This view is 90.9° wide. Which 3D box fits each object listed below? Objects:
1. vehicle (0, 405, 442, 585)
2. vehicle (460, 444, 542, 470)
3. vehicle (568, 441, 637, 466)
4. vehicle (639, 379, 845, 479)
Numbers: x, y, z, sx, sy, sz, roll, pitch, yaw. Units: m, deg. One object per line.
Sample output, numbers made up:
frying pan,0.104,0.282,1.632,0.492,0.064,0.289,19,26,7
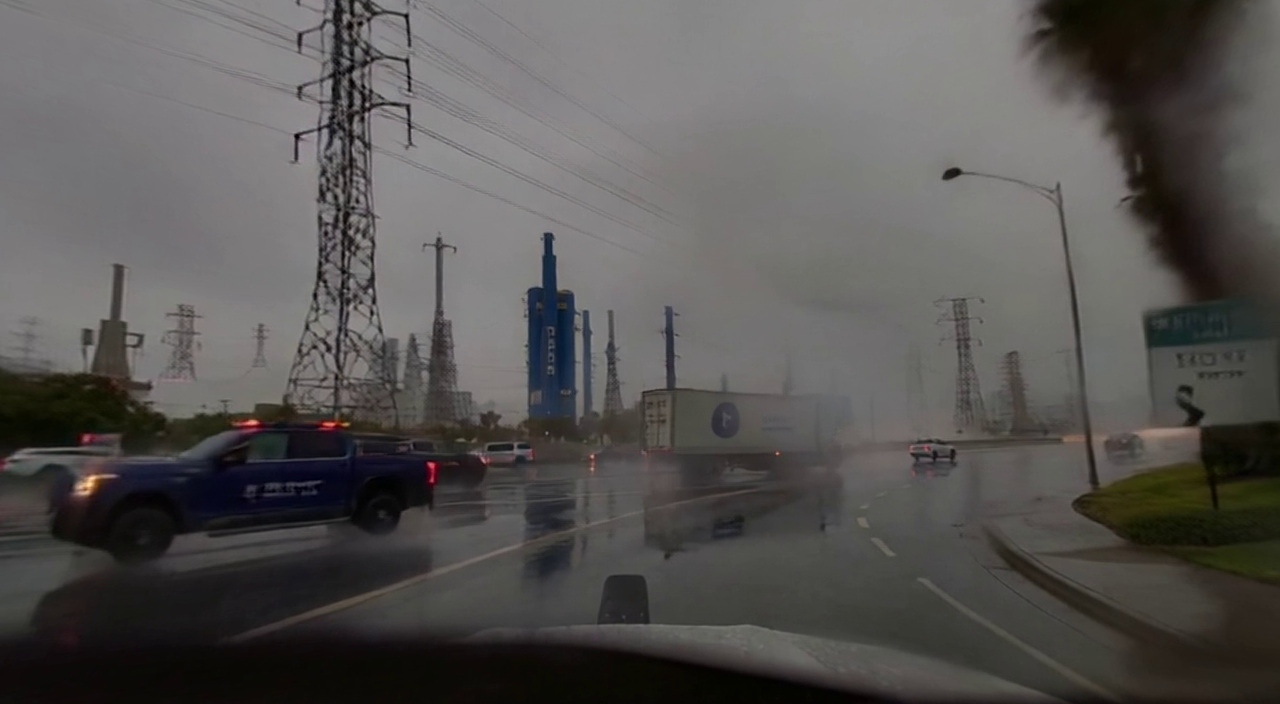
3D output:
vehicle,-5.785,1.860,9.174,2.101,1.848,5.132,-7,-11,40
vehicle,-8.139,6.148,37.207,4.419,1.451,1.792,8,-12,-43
vehicle,-2.502,6.869,42.914,4.532,1.567,1.847,7,-11,-42
vehicle,5.256,3.746,29.907,11.567,3.933,2.903,7,-11,-41
